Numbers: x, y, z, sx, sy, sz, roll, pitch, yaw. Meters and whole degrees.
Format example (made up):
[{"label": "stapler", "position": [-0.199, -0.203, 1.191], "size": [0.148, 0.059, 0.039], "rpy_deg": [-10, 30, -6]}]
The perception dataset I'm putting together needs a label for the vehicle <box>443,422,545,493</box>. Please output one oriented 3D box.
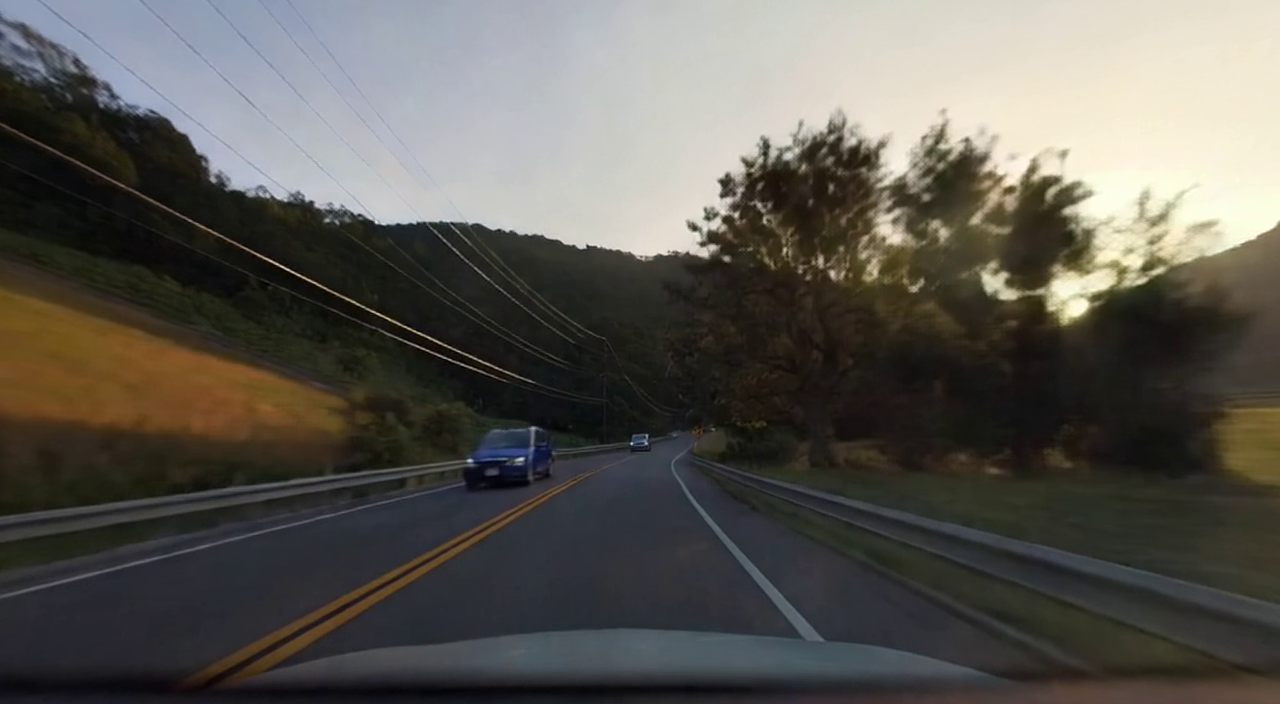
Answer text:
[{"label": "vehicle", "position": [-4.219, 3.152, 19.037], "size": [1.997, 1.874, 4.269], "rpy_deg": [0, -9, 0]}]
